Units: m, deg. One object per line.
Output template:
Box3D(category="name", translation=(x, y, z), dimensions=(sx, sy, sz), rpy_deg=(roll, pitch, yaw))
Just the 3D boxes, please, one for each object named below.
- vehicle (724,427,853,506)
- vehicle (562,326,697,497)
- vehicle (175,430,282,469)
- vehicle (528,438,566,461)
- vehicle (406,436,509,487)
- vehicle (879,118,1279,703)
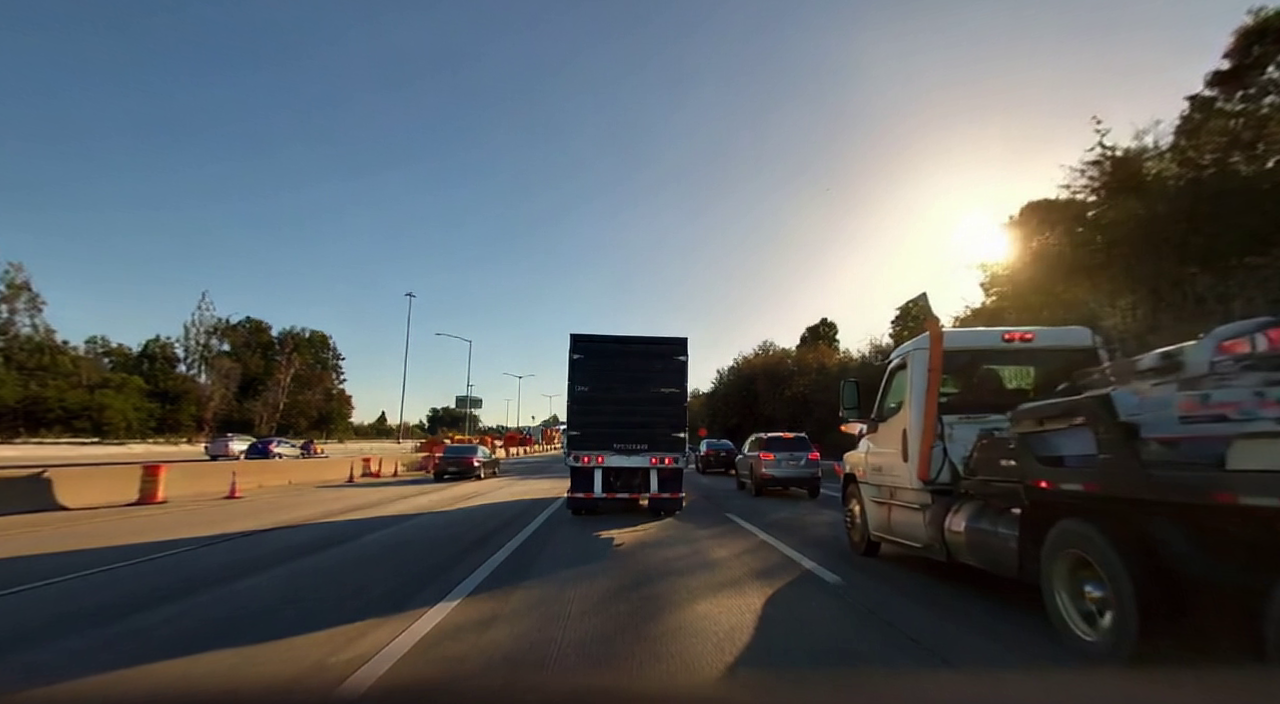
Box3D(category="vehicle", translation=(3.554, 2.851, 16.020), dimensions=(2.103, 1.713, 4.173), rpy_deg=(1, -9, -2))
Box3D(category="vehicle", translation=(-0.423, 2.105, 19.632), dimensions=(3.067, 3.940, 10.154), rpy_deg=(1, -9, -2))
Box3D(category="vehicle", translation=(-21.908, 5.167, 33.540), dimensions=(4.632, 1.852, 2.033), rpy_deg=(0, -8, 15))
Box3D(category="vehicle", translation=(-6.434, 6.806, 44.022), dimensions=(1.994, 1.481, 4.660), rpy_deg=(0, -9, 0))
Box3D(category="vehicle", translation=(-5.907, 3.591, 21.011), dimensions=(2.014, 1.477, 4.595), rpy_deg=(0, -9, 1))
Box3D(category="vehicle", translation=(3.820, 0.246, 0.616), dimensions=(2.943, 2.634, 10.135), rpy_deg=(1, -9, -2))
